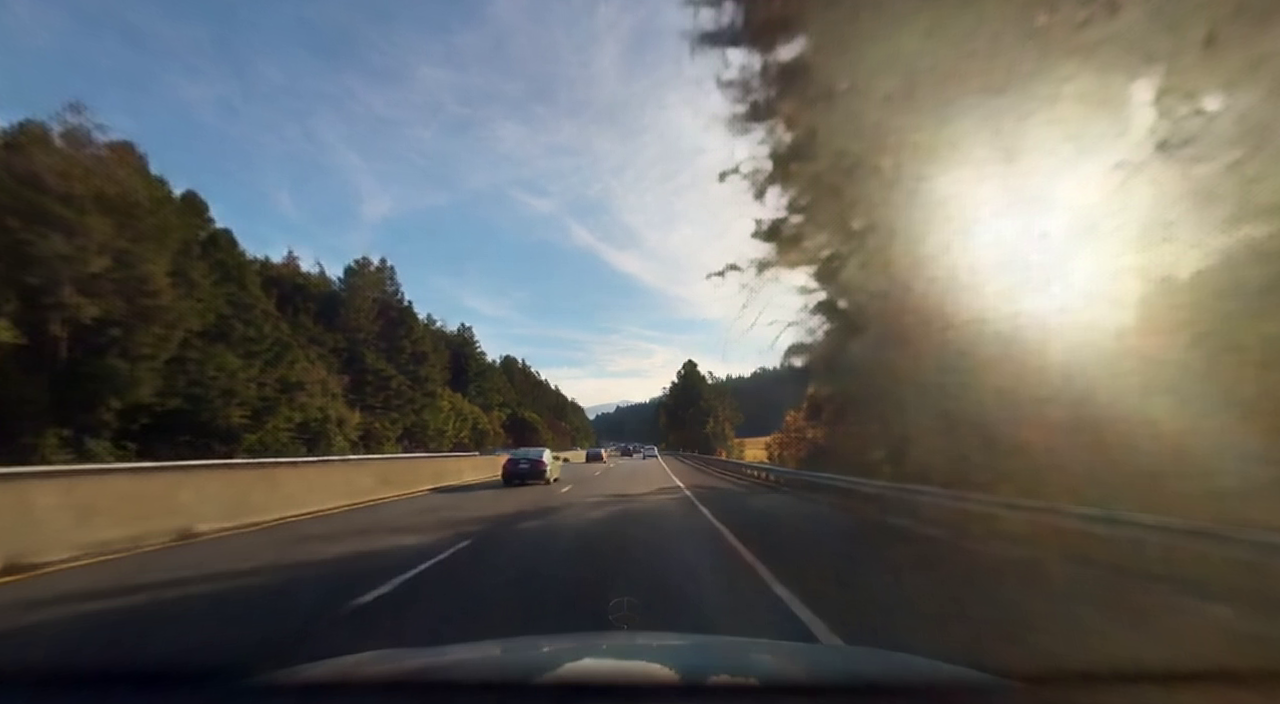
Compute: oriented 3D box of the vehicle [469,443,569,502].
[{"bbox_3d":[-3.296,3.380,18.056,1.970,1.483,4.097,0,-9,1],"label":"vehicle"}]
